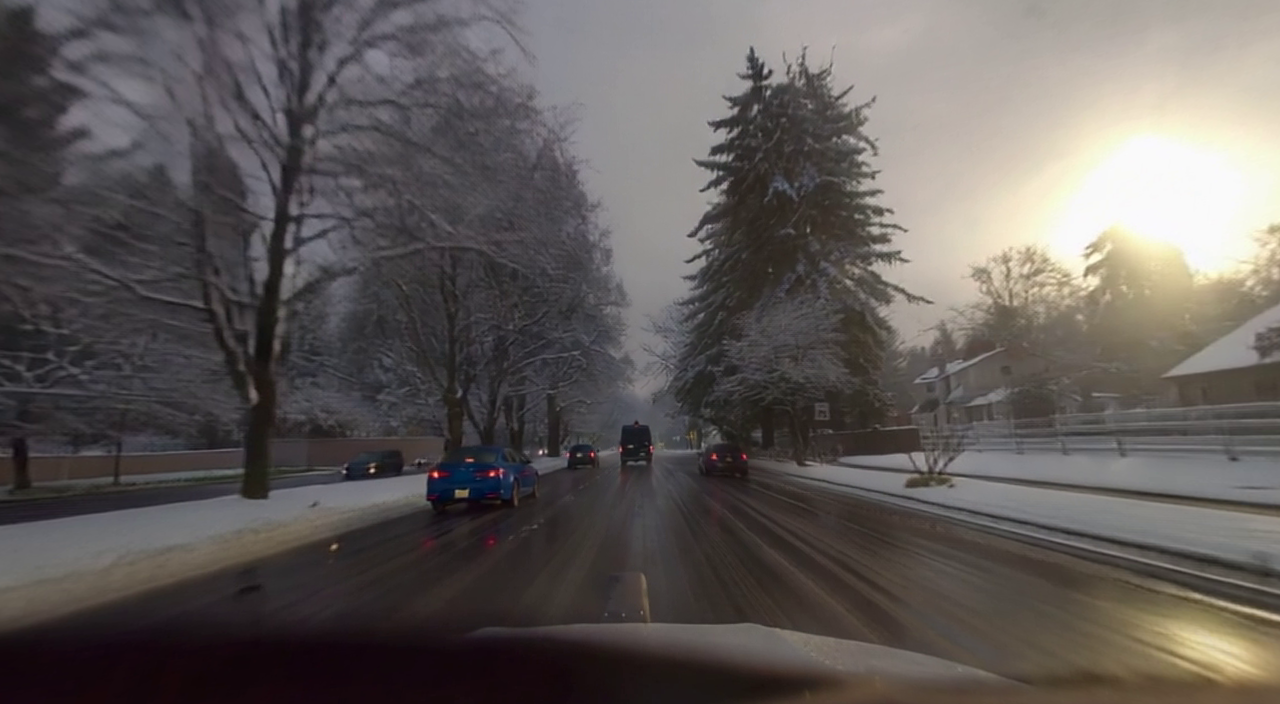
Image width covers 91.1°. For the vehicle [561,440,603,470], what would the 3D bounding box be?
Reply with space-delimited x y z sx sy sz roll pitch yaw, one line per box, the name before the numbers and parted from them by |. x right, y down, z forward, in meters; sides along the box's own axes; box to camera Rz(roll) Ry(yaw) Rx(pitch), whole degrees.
vehicle | -3.383 6.119 37.483 2.021 1.715 4.329 0 -8 1

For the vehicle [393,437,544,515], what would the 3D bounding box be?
vehicle | -3.630 2.714 14.328 2.036 1.474 4.647 0 -8 1

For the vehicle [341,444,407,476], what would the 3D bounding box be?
vehicle | -17.412 7.072 41.404 2.129 1.952 5.079 0 -8 0

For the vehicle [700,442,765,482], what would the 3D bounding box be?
vehicle | 3.622 4.390 25.363 1.945 1.469 4.258 0 -8 0

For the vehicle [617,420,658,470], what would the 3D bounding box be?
vehicle | -0.095 5.642 38.109 2.311 2.726 5.814 0 -9 1
